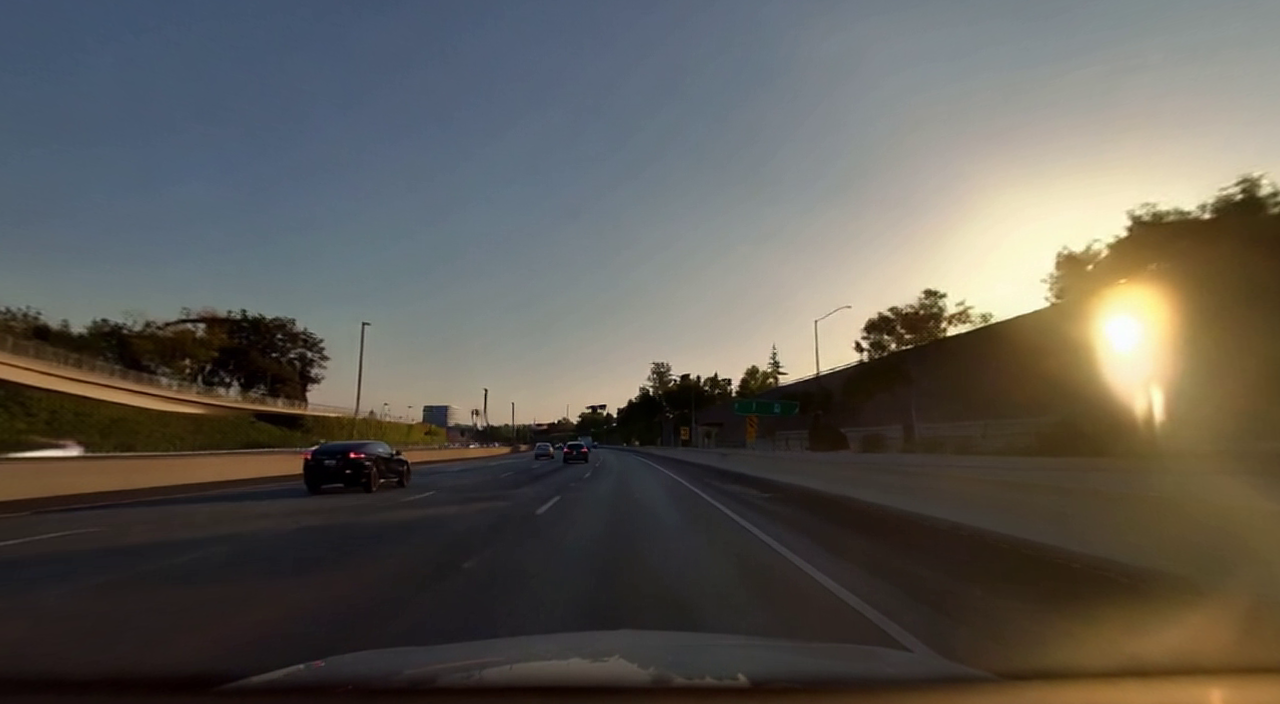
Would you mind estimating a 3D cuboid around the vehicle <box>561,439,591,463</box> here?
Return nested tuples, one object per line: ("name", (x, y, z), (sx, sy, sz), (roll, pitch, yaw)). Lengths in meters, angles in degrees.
("vehicle", (-4.685, 7.271, 46.544), (1.971, 1.643, 4.009), (0, -8, -3))
